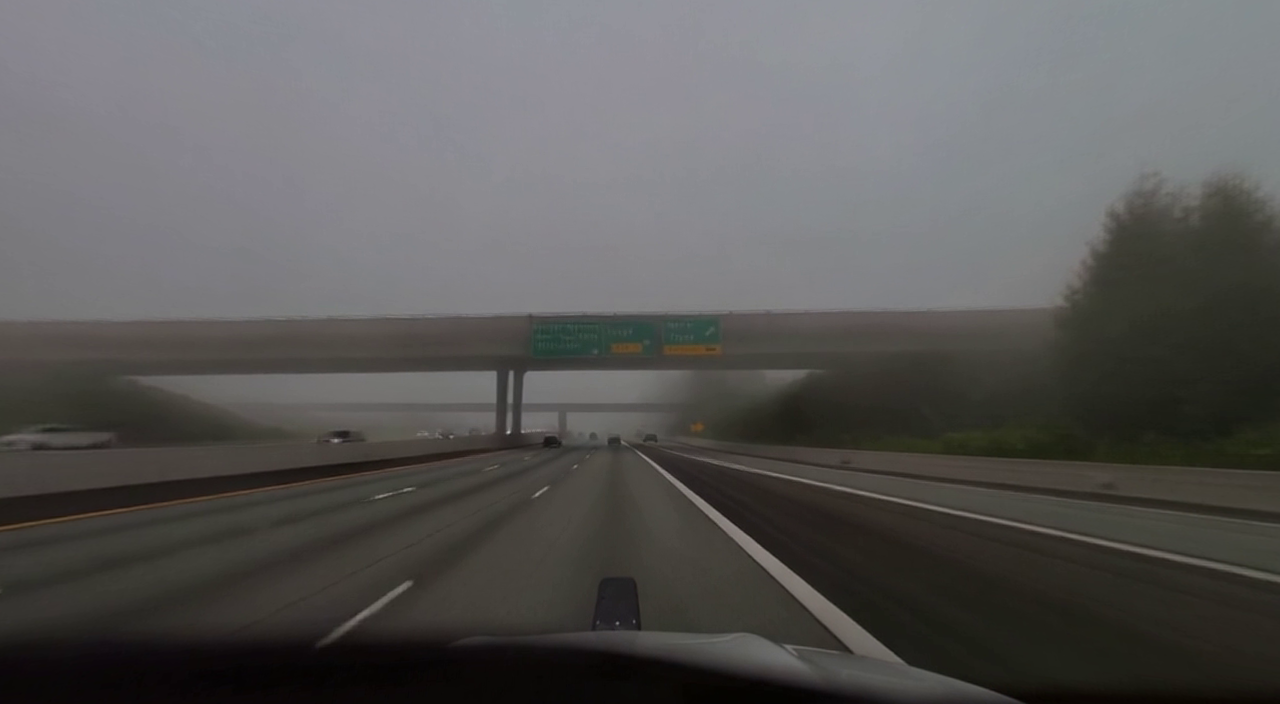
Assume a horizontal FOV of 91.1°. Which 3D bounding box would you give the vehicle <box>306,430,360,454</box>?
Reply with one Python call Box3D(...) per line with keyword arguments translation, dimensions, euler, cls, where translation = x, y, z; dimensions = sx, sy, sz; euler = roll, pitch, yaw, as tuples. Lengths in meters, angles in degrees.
Box3D(translation=(-22.430, 6.562, 46.117), dimensions=(1.946, 1.673, 4.223), euler=(0, -8, -2), cls="vehicle")
